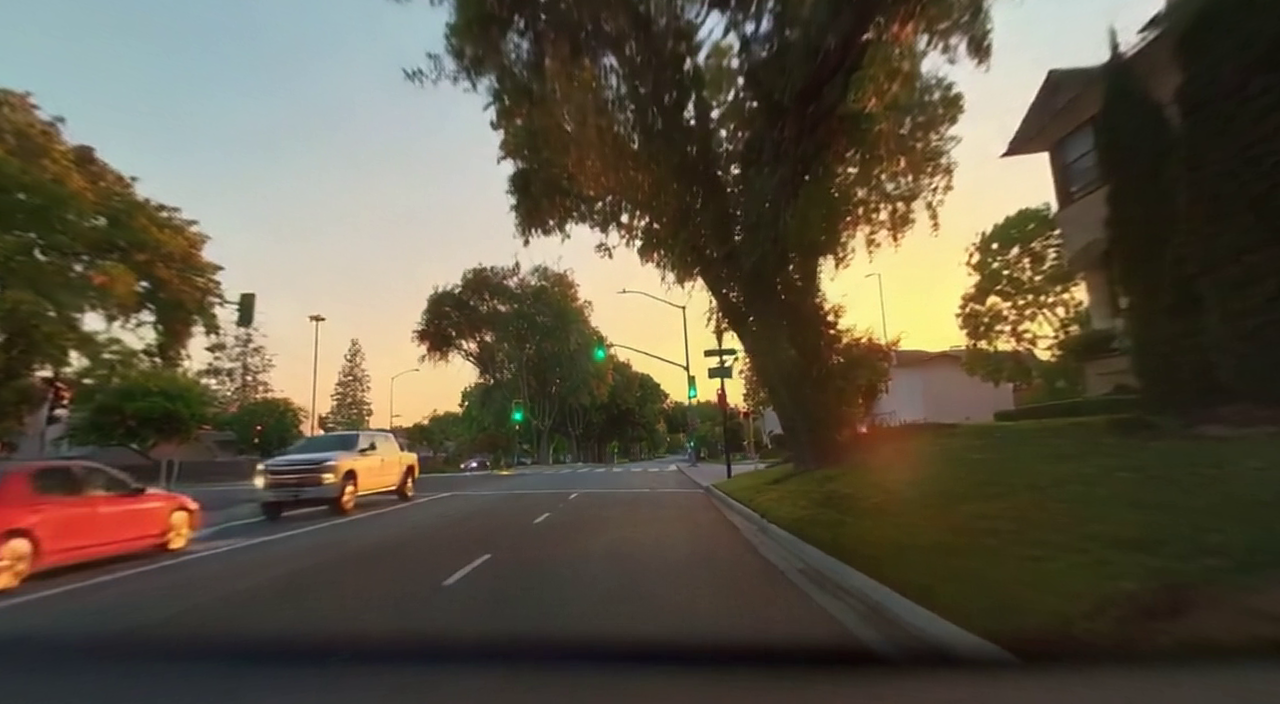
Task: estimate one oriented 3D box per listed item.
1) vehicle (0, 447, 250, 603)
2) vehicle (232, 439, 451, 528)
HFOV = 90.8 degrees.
[{"bbox_3d":[-7.197,1.921,7.648,1.968,1.485,4.558,-1,-8,1],"label":"vehicle"},{"bbox_3d":[-7.038,3.156,16.136,2.308,1.755,6.571,-1,-8,1],"label":"vehicle"}]
